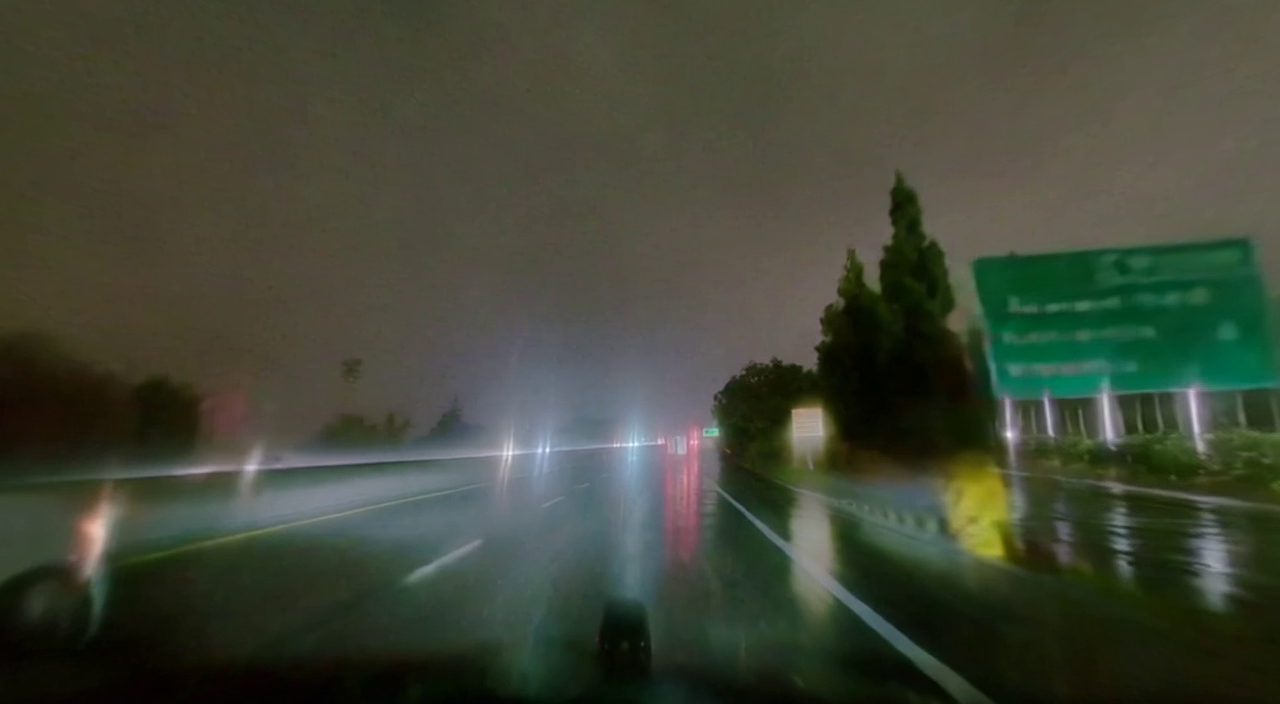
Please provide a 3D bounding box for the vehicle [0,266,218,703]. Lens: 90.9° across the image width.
[{"bbox_3d":[-3.330,0.365,0.332,2.143,1.851,5.817,-1,-8,1],"label":"vehicle"}]
